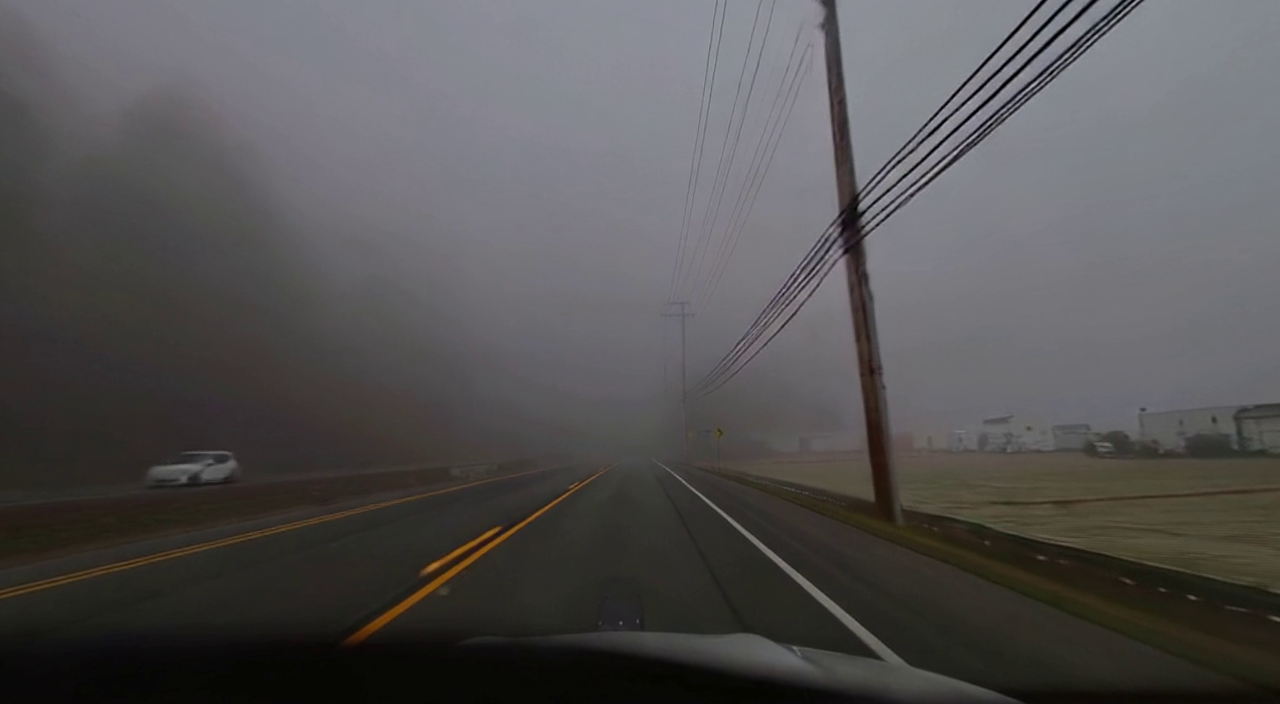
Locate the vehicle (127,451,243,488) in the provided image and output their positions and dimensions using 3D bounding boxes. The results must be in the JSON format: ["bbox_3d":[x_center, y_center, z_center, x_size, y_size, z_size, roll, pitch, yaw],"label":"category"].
[{"bbox_3d":[-21.178,5.456,29.600,1.885,1.555,4.653,0,-9,1],"label":"vehicle"}]
